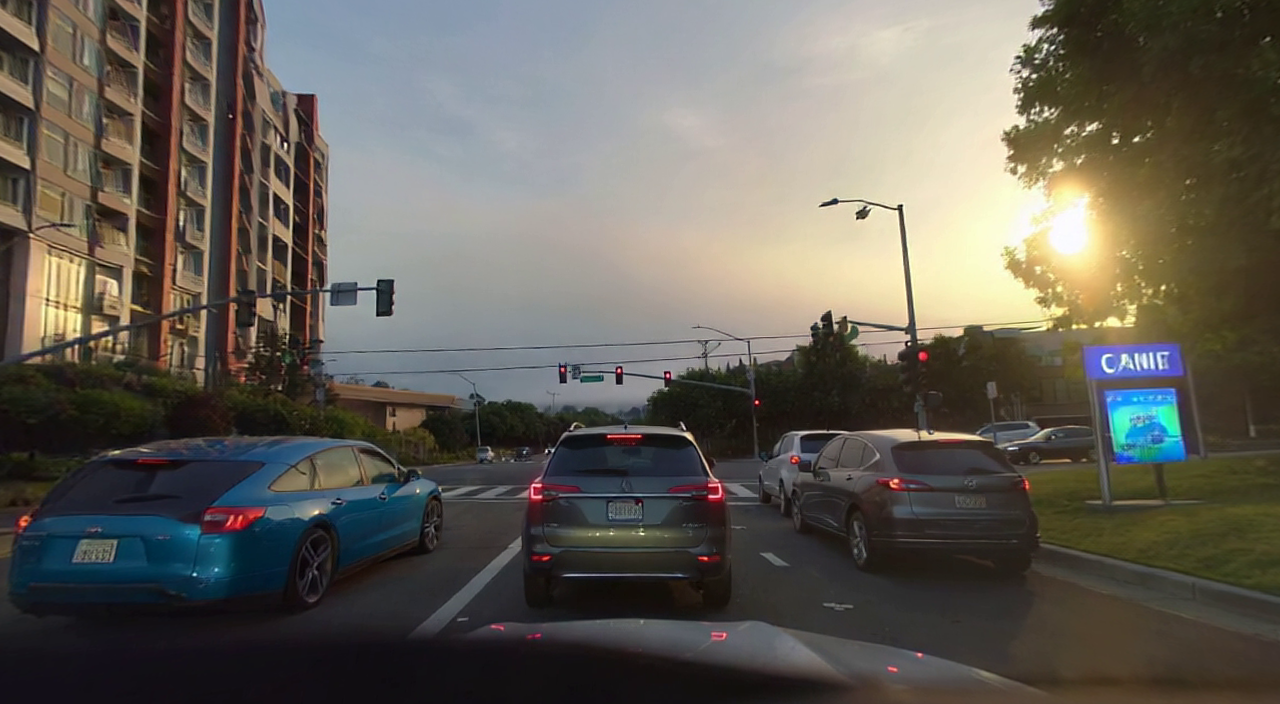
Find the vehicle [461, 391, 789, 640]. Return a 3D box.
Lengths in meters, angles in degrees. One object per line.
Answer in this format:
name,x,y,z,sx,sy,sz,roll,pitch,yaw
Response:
vehicle,-0.114,1.415,6.444,2.195,1.662,4.262,0,-8,0

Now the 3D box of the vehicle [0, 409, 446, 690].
vehicle,-3.548,1.426,5.832,1.906,1.524,4.547,0,-8,2

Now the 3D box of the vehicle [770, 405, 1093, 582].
vehicle,3.219,1.669,8.260,2.004,1.646,4.554,0,-8,0
